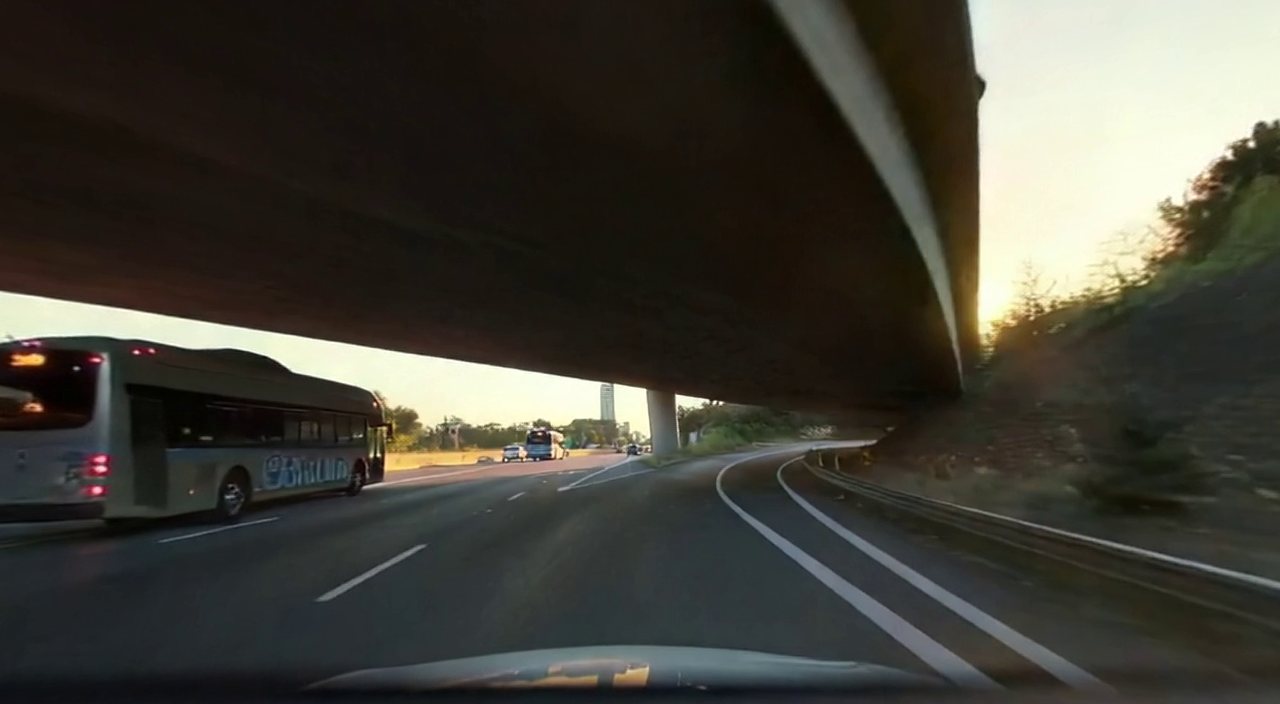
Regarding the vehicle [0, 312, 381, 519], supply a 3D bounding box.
[{"bbox_3d":[-11.411,2.068,17.636,2.986,3.574,13.570,0,-9,-2],"label":"vehicle"}]
